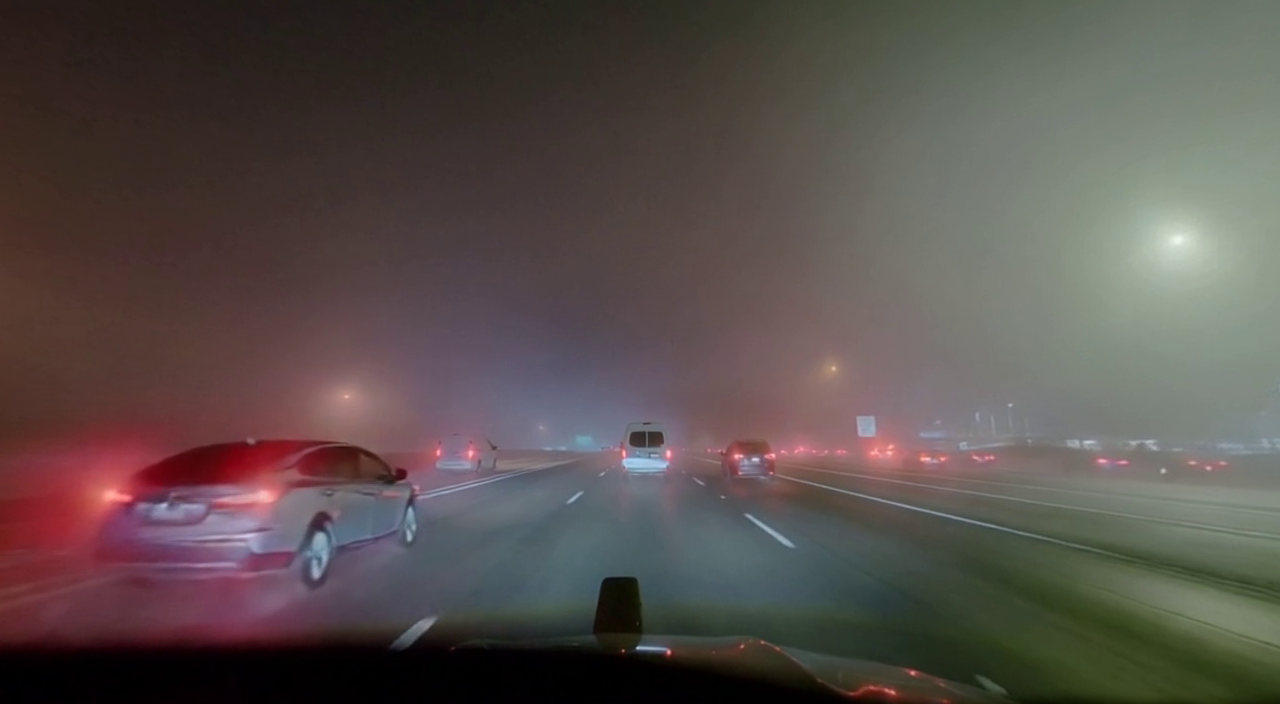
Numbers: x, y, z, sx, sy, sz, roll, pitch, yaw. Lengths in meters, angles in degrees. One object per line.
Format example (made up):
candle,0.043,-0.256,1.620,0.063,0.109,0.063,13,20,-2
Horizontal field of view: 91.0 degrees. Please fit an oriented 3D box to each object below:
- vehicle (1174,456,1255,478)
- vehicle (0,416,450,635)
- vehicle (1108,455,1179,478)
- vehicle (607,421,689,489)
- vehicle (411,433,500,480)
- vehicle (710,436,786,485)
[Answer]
vehicle,42.298,8.471,46.435,4.039,1.466,1.715,-2,-8,6
vehicle,-3.965,1.595,6.960,2.173,1.542,4.781,0,-8,1
vehicle,37.325,8.502,46.757,3.527,1.437,1.839,-4,-8,8
vehicle,0.229,3.517,21.780,2.509,2.062,4.639,0,-8,0
vehicle,-7.613,4.369,26.640,2.192,1.776,4.957,0,-8,1
vehicle,4.022,4.124,24.303,2.146,1.678,4.489,0,-8,0
